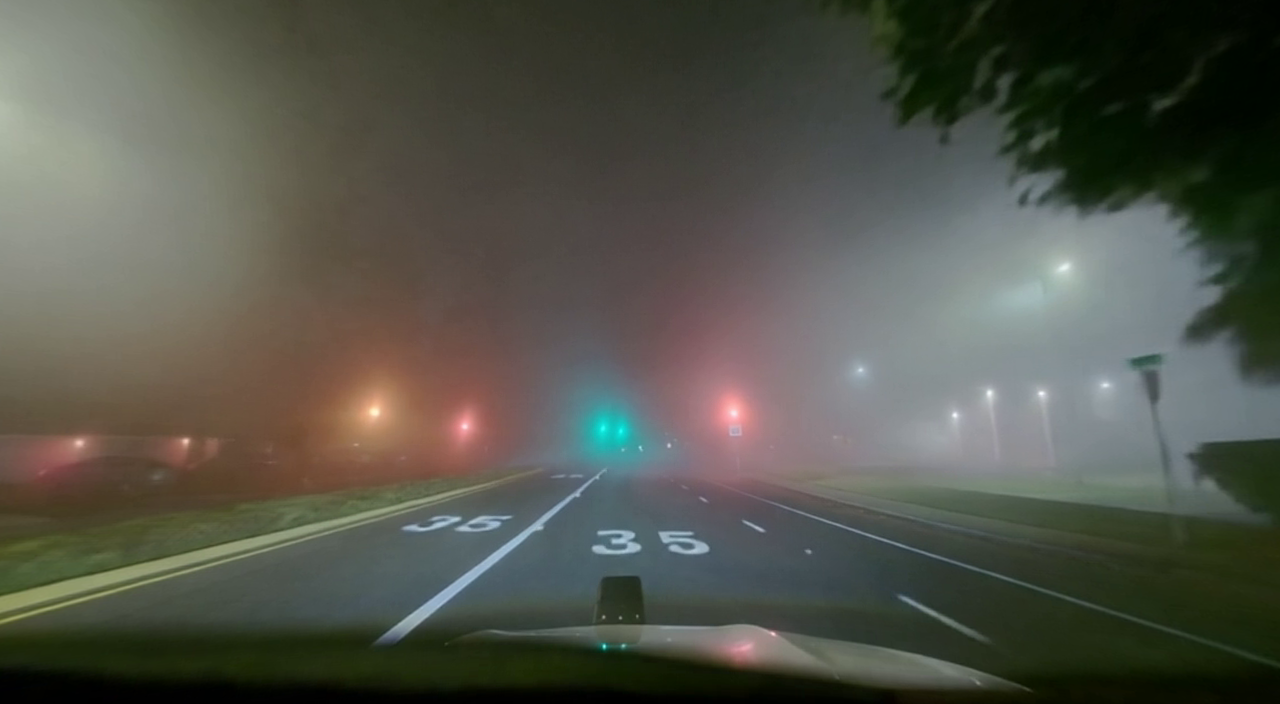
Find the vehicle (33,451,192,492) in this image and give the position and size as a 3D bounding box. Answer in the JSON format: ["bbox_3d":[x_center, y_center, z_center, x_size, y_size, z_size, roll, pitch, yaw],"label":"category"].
[{"bbox_3d":[-20.442,4.616,24.592,4.536,1.502,1.975,-1,-9,5],"label":"vehicle"}]

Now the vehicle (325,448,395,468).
[{"bbox_3d":[-21.668,8.245,49.016,4.495,1.472,1.833,0,-9,-1],"label":"vehicle"}]

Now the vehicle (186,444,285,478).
[{"bbox_3d":[-21.374,5.794,33.503,3.886,1.641,1.850,1,-11,0],"label":"vehicle"}]
